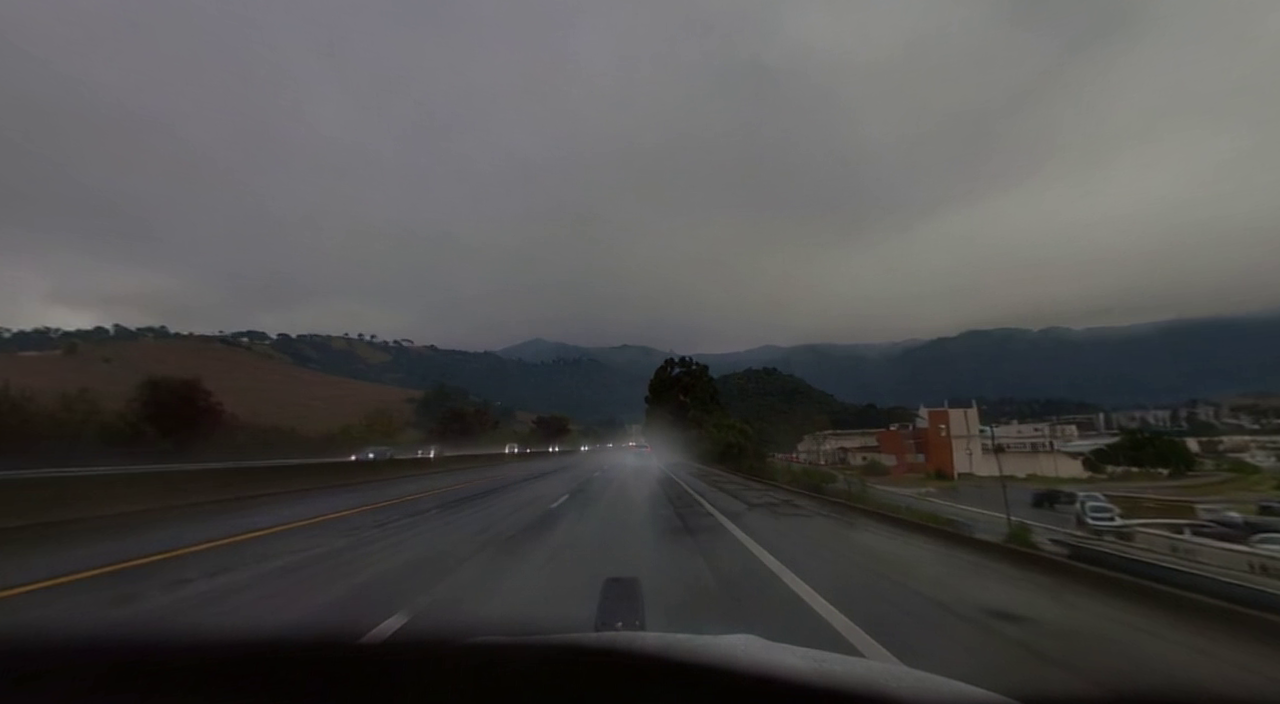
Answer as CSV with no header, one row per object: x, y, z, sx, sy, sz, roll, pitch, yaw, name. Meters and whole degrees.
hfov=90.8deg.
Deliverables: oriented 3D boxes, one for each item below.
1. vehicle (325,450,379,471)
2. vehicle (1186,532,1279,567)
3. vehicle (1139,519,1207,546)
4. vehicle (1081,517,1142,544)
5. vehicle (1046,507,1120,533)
-21.619,8.144,47.679,1.853,1.495,4.676,0,-9,0,vehicle
36.695,12.191,39.098,3.639,1.728,2.172,0,-9,1,vehicle
37.232,12.586,44.173,3.162,1.622,1.663,0,-9,0,vehicle
35.106,13.266,47.057,2.908,1.632,1.996,0,-9,2,vehicle
34.759,13.168,49.634,4.190,1.776,2.089,0,-9,2,vehicle
